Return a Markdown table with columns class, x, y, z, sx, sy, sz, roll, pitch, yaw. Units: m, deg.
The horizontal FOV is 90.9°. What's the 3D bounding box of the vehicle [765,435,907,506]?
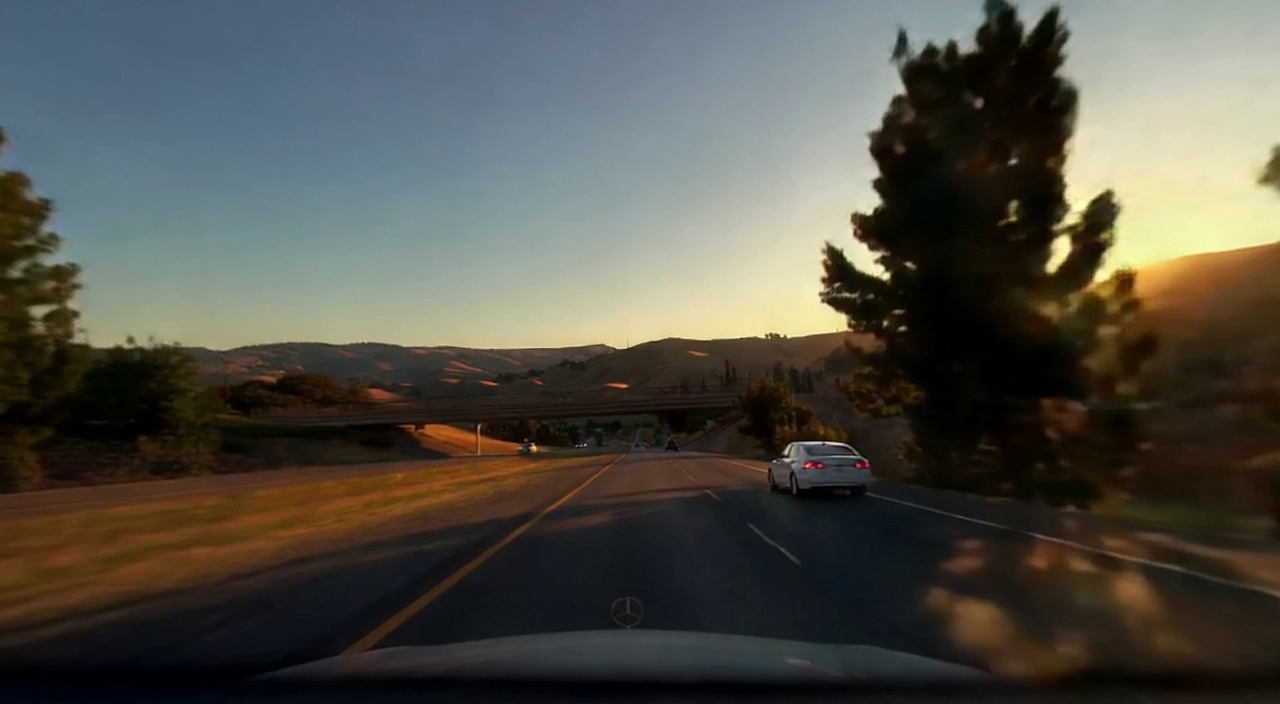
| class | x | y | z | sx | sy | sz | roll | pitch | yaw |
| --- | --- | --- | --- | --- | --- | --- | --- | --- | --- |
| vehicle | 4.641 | 2.873 | 15.826 | 2.027 | 1.487 | 4.718 | 0 | -8 | 0 |
